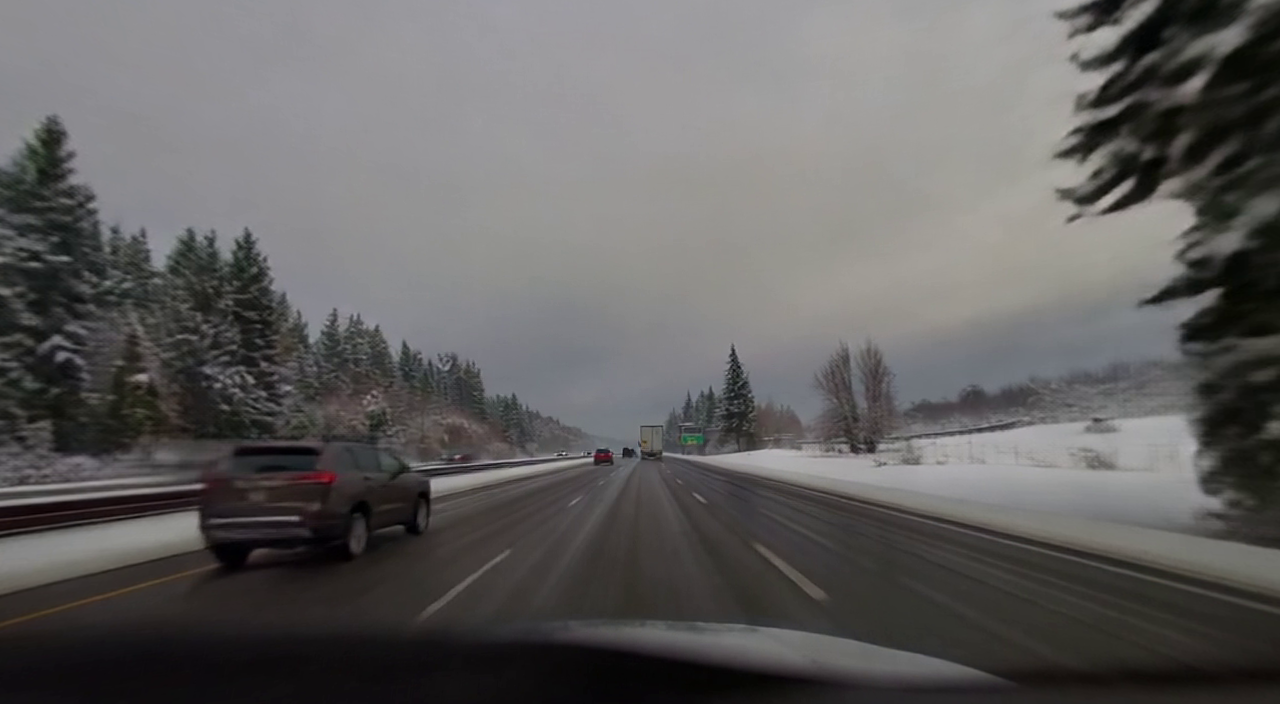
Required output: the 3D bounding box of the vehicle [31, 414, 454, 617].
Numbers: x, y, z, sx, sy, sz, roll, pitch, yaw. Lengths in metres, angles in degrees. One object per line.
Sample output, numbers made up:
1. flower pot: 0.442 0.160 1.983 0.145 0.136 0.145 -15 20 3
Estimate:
1. vehicle: -3.846 1.656 7.270 2.057 1.618 4.212 0 -9 1
